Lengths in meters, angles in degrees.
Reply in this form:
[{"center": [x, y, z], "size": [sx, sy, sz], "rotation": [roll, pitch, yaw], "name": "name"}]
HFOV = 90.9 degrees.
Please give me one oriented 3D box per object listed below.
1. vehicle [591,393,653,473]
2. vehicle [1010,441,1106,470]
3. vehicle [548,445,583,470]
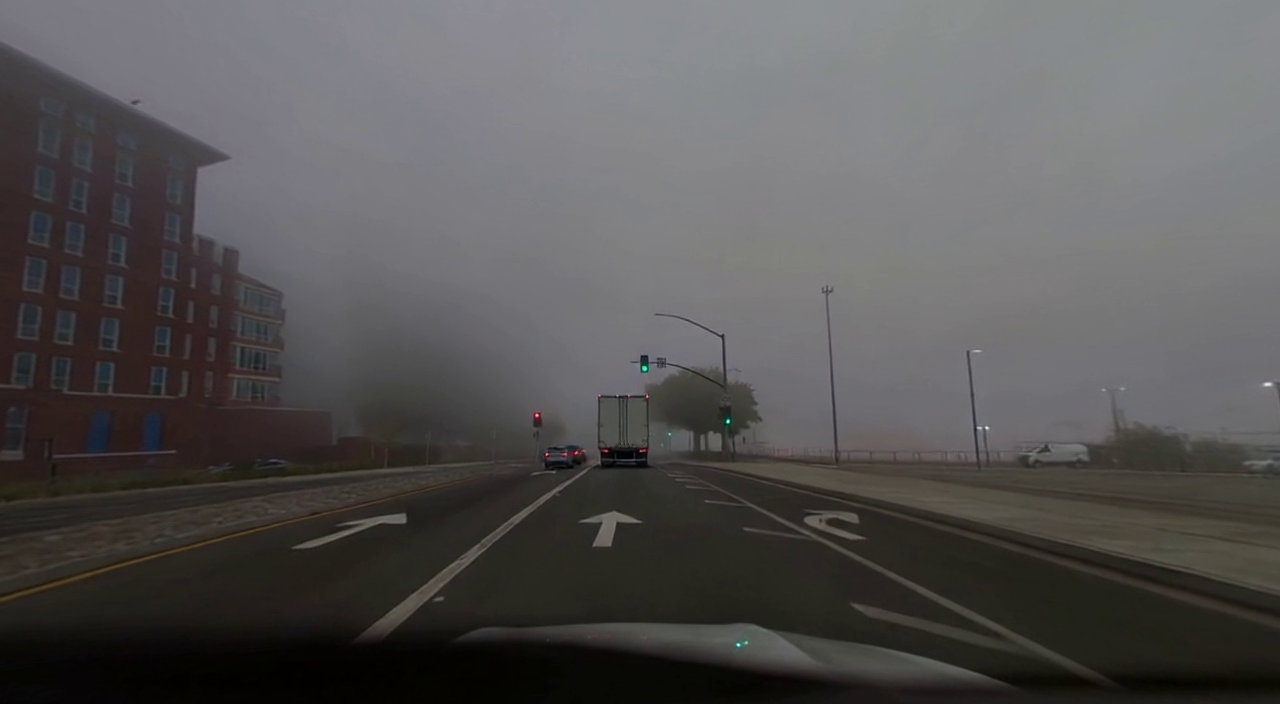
[{"center": [-0.978, 4.409, 34.204], "size": [2.876, 3.724, 9.351], "rotation": [0, -8, -2], "name": "vehicle"}, {"center": [28.990, 7.153, 43.893], "size": [5.139, 1.889, 1.953], "rotation": [-4, -8, 23], "name": "vehicle"}, {"center": [-4.787, 6.828, 40.905], "size": [1.917, 1.462, 3.878], "rotation": [0, -8, -1], "name": "vehicle"}]
